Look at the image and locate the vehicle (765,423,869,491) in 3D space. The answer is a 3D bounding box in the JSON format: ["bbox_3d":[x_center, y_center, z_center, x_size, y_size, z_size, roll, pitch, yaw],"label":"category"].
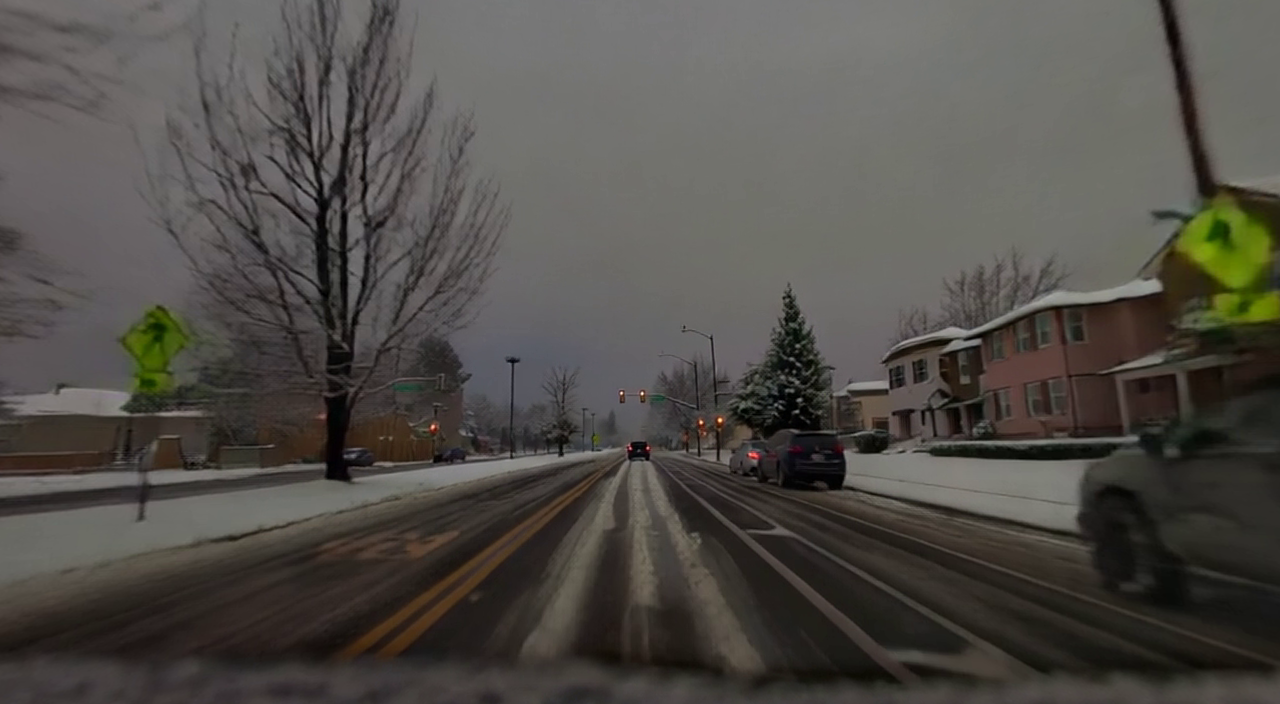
[{"bbox_3d":[5.611,3.384,20.723,2.008,1.930,4.919,0,-8,1],"label":"vehicle"}]

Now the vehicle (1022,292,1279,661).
[{"bbox_3d":[5.506,0.767,3.750,2.324,2.468,6.422,1,-9,-1],"label":"vehicle"}]
